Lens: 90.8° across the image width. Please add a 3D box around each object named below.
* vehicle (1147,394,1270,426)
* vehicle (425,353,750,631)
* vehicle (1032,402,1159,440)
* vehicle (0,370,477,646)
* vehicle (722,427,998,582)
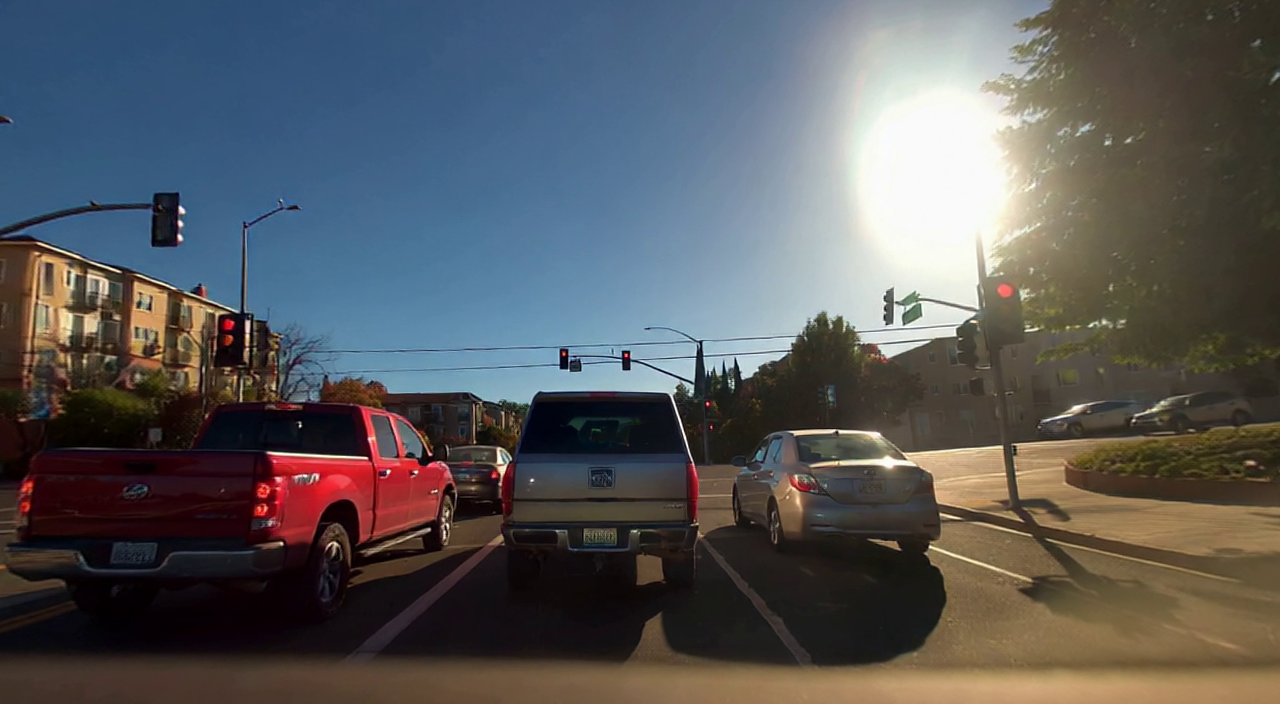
[{"bbox_3d":[29.323,3.041,32.667,4.540,1.543,1.803,0,-9,1],"label":"vehicle"},{"bbox_3d":[-0.399,1.310,6.770,2.282,1.964,4.421,0,-9,-1],"label":"vehicle"},{"bbox_3d":[23.286,3.589,32.480,4.721,1.866,2.188,0,-9,2],"label":"vehicle"},{"bbox_3d":[-3.466,1.414,6.863,2.146,1.828,5.148,0,-9,-2],"label":"vehicle"},{"bbox_3d":[2.416,1.801,8.328,2.016,1.481,4.336,0,-9,-1],"label":"vehicle"}]
